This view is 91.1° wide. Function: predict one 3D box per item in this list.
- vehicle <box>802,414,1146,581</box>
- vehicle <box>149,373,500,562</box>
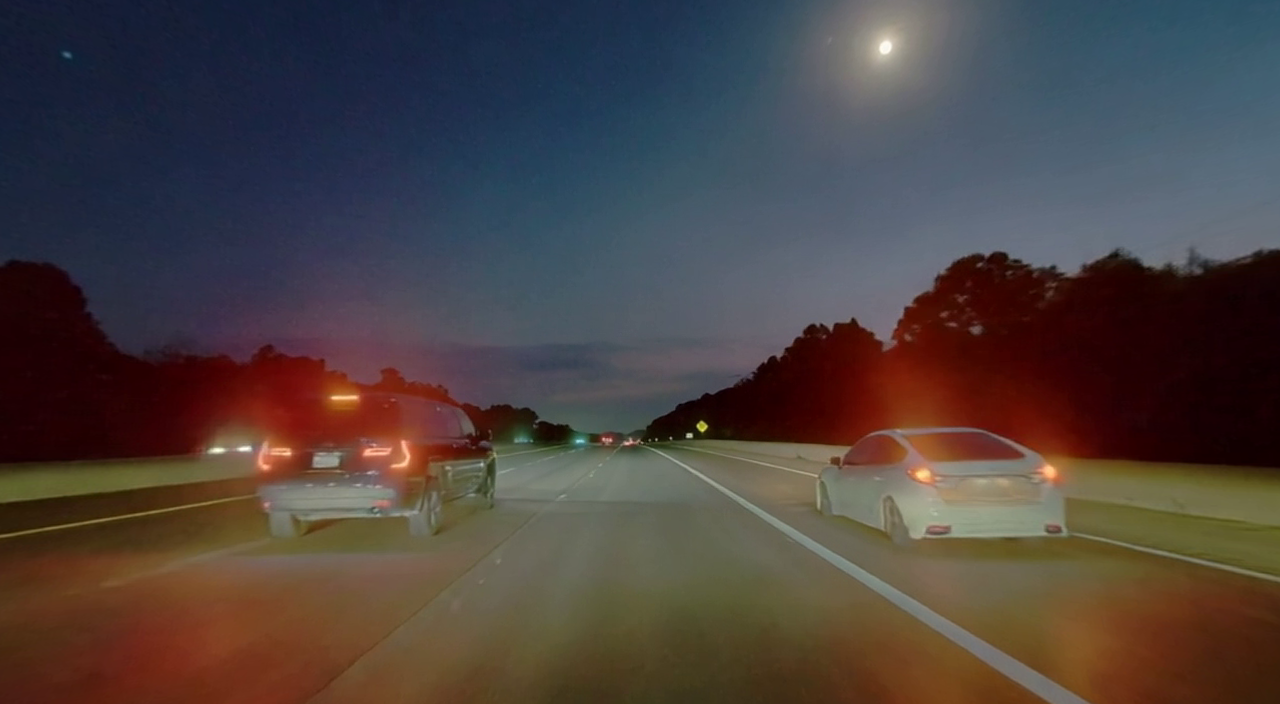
[{"bbox_3d":[3.553,1.593,7.851,1.817,1.465,4.415,0,-8,-1],"label":"vehicle"},{"bbox_3d":[-3.609,1.463,8.818,2.106,1.779,5.610,0,-8,-1],"label":"vehicle"}]
